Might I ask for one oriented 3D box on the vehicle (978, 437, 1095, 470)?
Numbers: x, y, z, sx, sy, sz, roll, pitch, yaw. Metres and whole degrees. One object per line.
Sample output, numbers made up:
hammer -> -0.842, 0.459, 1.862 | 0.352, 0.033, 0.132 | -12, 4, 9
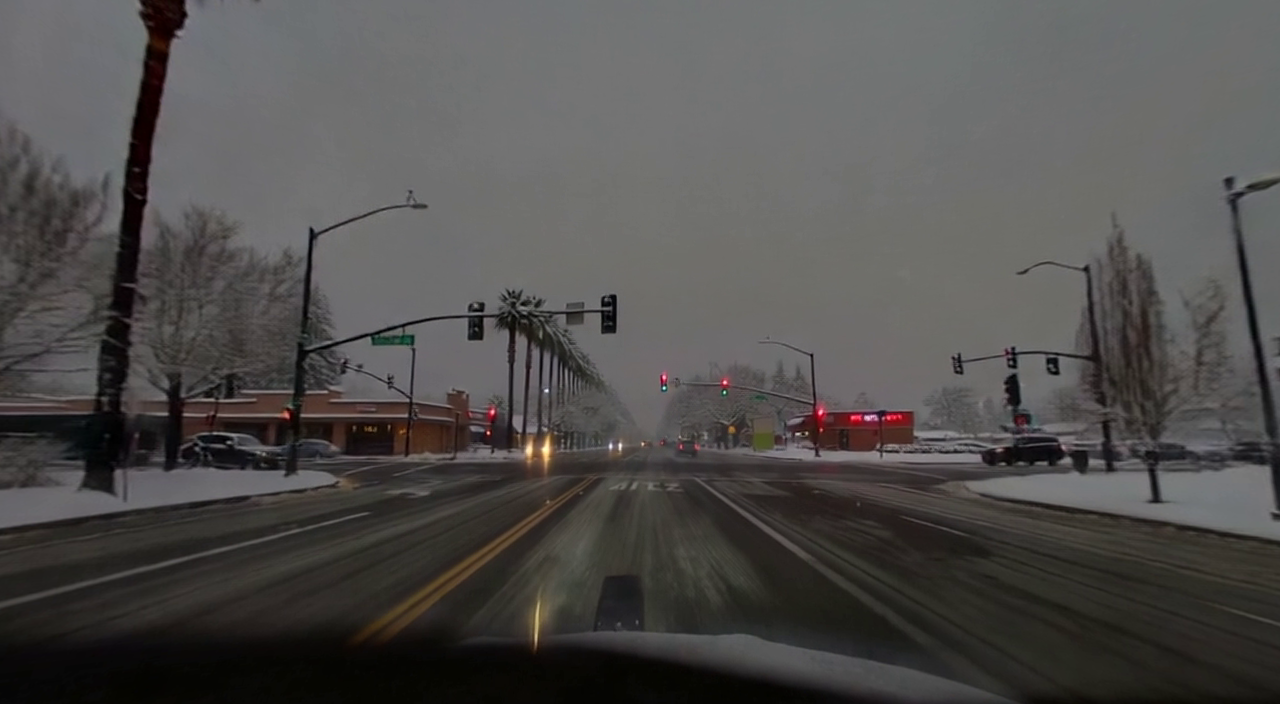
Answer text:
vehicle -> 23.362, 5.983, 37.218 | 5.509, 1.873, 2.123 | 0, -9, -2

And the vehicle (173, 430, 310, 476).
vehicle -> -18.849, 4.788, 29.981 | 4.901, 2.064, 2.296 | 0, -8, 0

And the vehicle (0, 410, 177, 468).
vehicle -> -35.480, 5.199, 37.802 | 12.726, 3.308, 3.114 | 0, -7, 0

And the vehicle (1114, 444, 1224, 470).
vehicle -> 31.365, 6.205, 37.391 | 4.701, 1.463, 1.989 | 0, -9, -1

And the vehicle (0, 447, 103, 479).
vehicle -> -28.787, 5.251, 29.997 | 4.538, 1.446, 2.028 | 0, -8, 1

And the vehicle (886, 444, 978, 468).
vehicle -> 18.895, 6.719, 40.832 | 4.977, 1.508, 1.948 | 0, -9, 0

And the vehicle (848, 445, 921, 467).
vehicle -> 17.484, 7.442, 45.119 | 4.451, 1.494, 1.857 | 0, -9, 3

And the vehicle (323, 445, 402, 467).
vehicle -> -19.339, 7.274, 44.063 | 4.791, 1.487, 2.002 | 2, -9, -15
